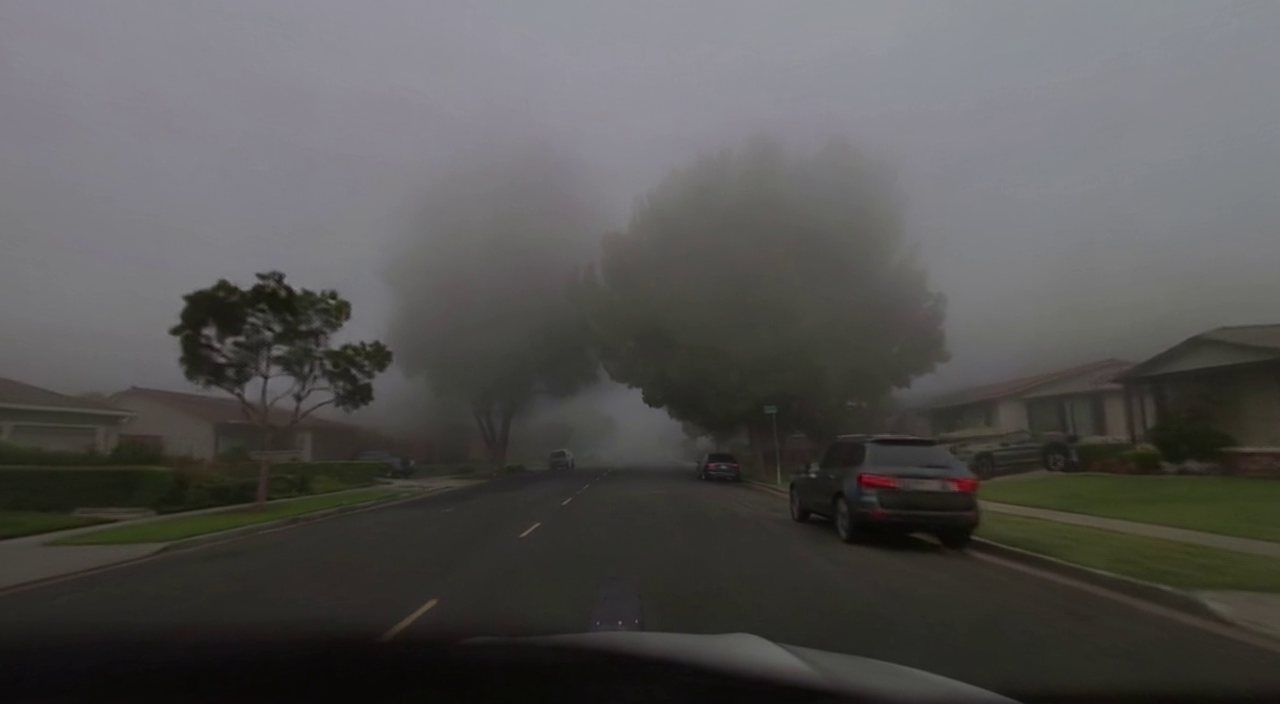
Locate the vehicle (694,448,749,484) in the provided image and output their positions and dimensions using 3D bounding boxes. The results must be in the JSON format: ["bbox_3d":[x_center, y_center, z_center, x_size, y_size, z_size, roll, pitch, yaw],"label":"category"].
[{"bbox_3d":[3.717,5.305,29.610,1.897,1.521,4.835,0,-9,-1],"label":"vehicle"}]

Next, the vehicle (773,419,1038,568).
[{"bbox_3d":[3.761,2.090,10.170,2.039,1.780,4.884,0,-9,-1],"label":"vehicle"}]

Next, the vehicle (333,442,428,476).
[{"bbox_3d":[-15.676,6.496,38.254,4.882,1.777,2.025,-2,-9,-2],"label":"vehicle"}]
